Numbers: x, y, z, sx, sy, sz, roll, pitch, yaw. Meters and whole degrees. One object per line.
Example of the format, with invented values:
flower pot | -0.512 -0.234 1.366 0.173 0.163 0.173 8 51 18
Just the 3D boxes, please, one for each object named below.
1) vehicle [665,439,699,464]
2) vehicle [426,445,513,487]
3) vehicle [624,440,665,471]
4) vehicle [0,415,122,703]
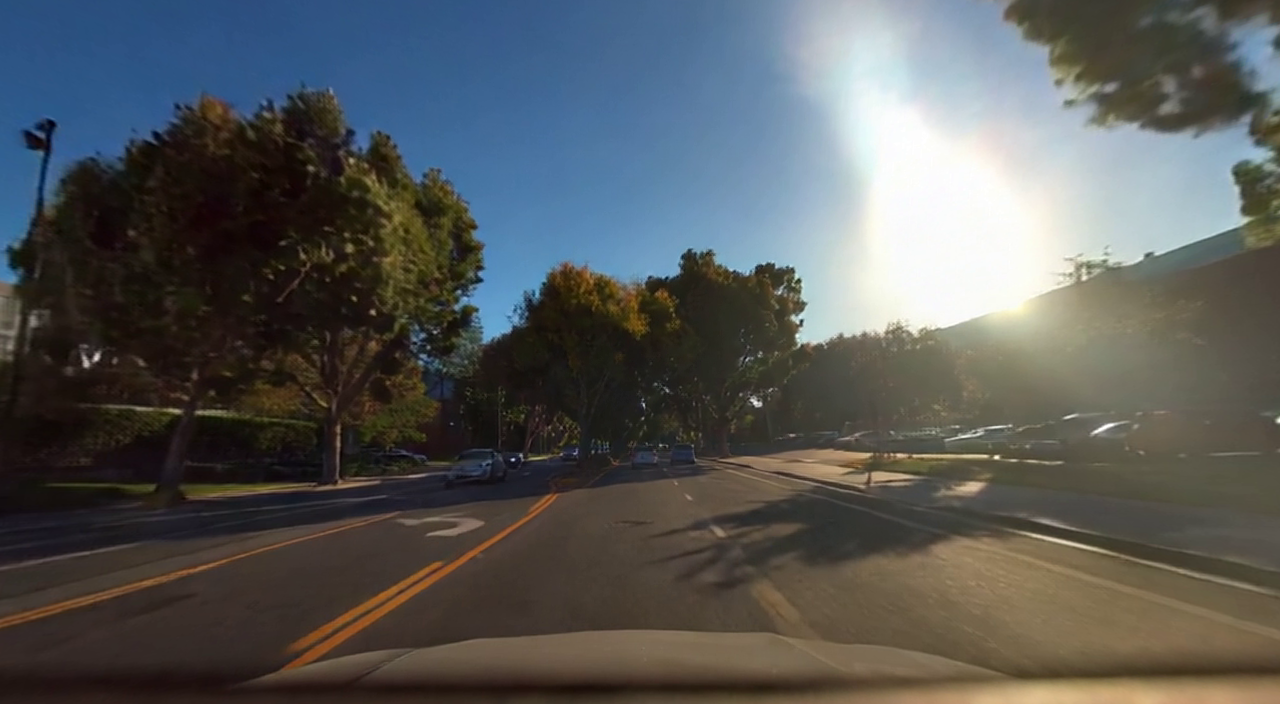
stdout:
vehicle | 3.154 7.566 48.169 2.189 1.766 4.495 0 -8 -1
vehicle | -6.616 4.477 25.111 2.081 1.477 4.760 0 -8 1
vehicle | 0.220 5.717 35.112 2.109 1.612 3.963 0 -8 0
vehicle | -4.049 0.809 1.342 2.014 1.487 4.591 0 -8 -1
